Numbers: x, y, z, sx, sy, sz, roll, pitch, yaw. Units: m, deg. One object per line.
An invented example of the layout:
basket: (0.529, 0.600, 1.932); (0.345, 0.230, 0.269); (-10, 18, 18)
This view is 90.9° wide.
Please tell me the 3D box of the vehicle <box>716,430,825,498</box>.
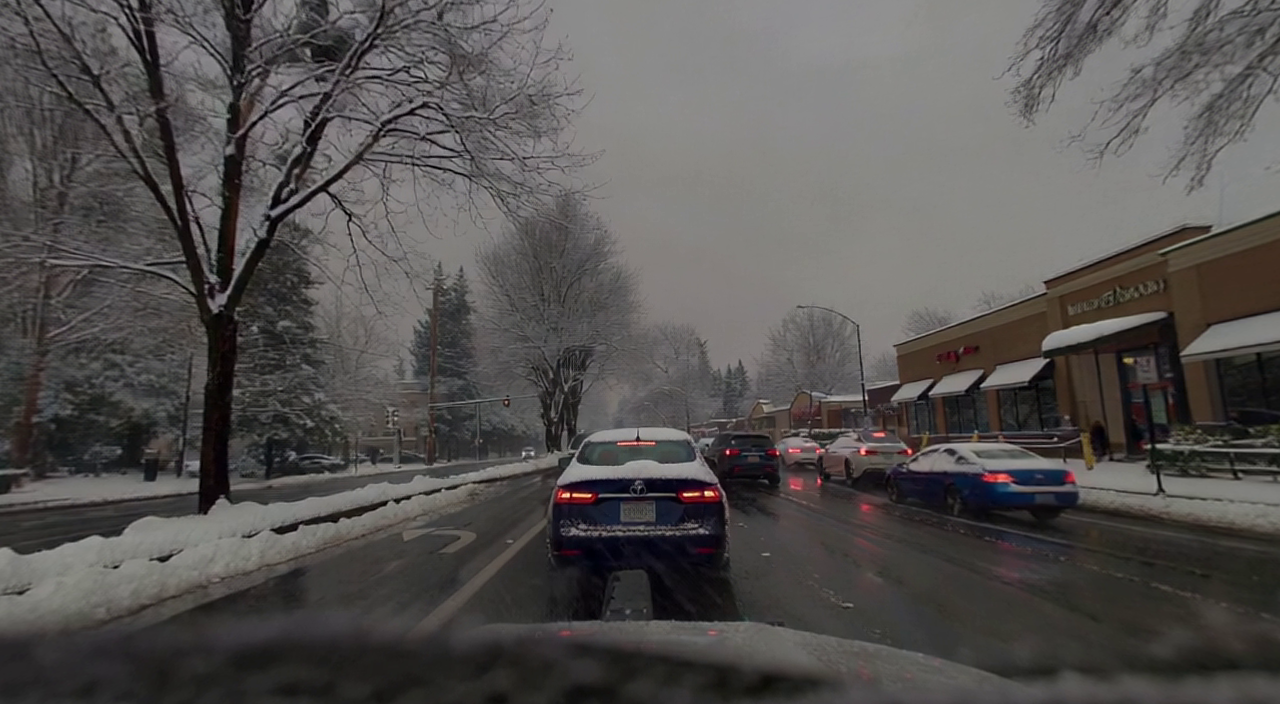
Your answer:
vehicle: (3.621, 3.204, 18.465); (2.114, 1.736, 4.553); (0, -8, -1)

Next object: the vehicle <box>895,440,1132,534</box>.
vehicle: (6.841, 2.470, 12.266); (1.911, 1.468, 4.417); (0, -8, 0)

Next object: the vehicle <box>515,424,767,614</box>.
vehicle: (-0.025, 1.635, 7.203); (1.977, 1.465, 4.376); (0, -8, -1)

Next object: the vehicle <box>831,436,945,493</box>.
vehicle: (7.947, 3.620, 20.738); (1.963, 1.637, 4.527); (0, -8, 1)
